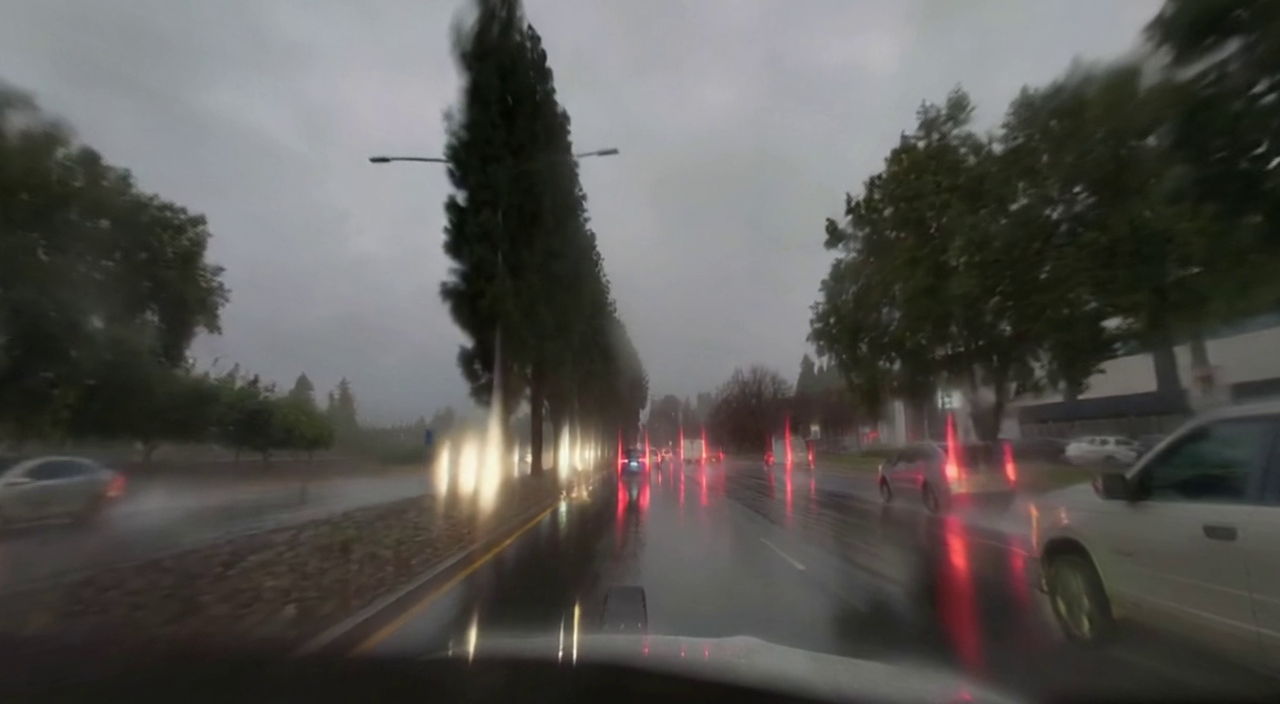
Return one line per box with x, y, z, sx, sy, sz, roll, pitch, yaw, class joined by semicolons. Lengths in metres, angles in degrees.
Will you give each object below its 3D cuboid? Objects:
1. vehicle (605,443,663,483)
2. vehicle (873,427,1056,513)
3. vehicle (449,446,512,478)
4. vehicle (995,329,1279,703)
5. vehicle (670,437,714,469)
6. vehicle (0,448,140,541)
-0.218;4.761;27.216;2.315;1.563;4.080;0;-9;0;vehicle
7.614;2.796;15.368;2.090;1.768;4.407;0;-9;0;vehicle
-8.597;5.933;34.220;2.082;1.588;4.710;0;-9;2;vehicle
3.554;0.744;2.068;2.090;1.763;4.560;0;-9;0;vehicle
3.688;7.318;45.531;2.716;2.131;5.766;0;-9;0;vehicle
-12.517;2.661;11.889;2.110;1.632;4.730;0;-9;1;vehicle
